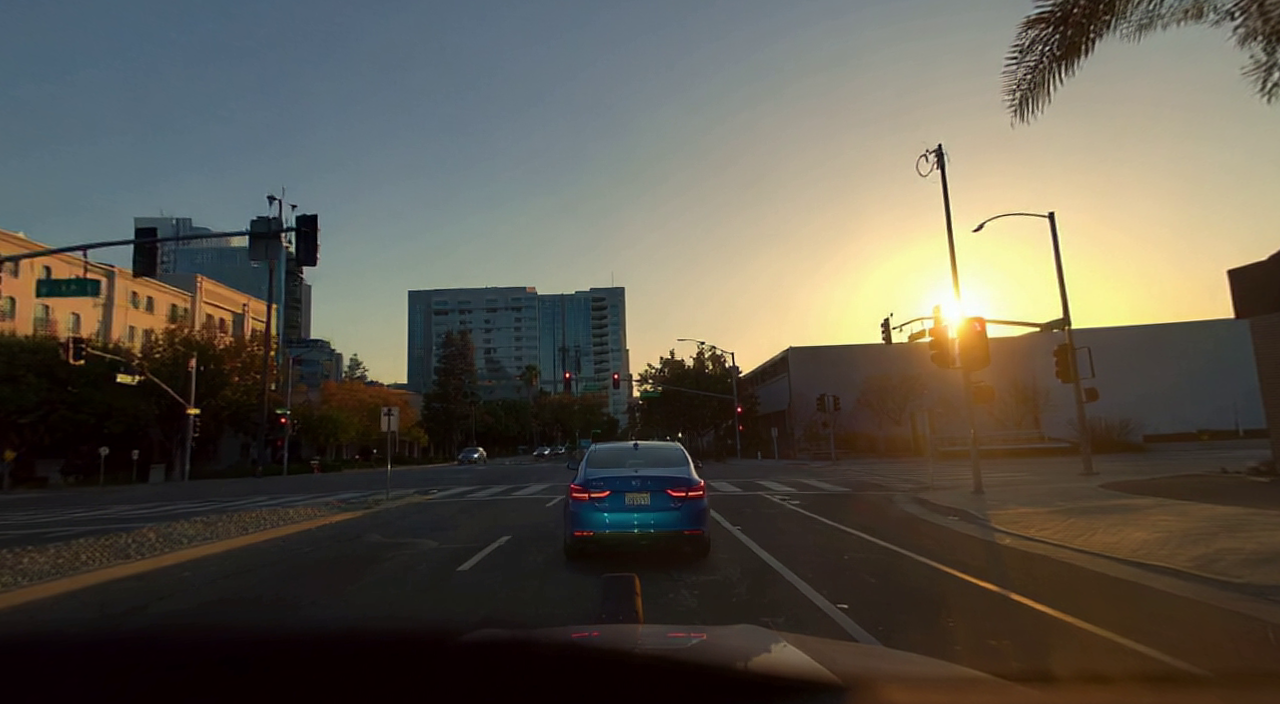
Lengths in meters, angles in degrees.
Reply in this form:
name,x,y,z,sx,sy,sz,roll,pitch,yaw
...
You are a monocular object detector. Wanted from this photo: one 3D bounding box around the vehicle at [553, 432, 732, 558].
name,x,y,z,sx,sy,sz,roll,pitch,yaw
vehicle,0.001,1.993,9.508,2.107,1.470,3.974,0,-9,-1
